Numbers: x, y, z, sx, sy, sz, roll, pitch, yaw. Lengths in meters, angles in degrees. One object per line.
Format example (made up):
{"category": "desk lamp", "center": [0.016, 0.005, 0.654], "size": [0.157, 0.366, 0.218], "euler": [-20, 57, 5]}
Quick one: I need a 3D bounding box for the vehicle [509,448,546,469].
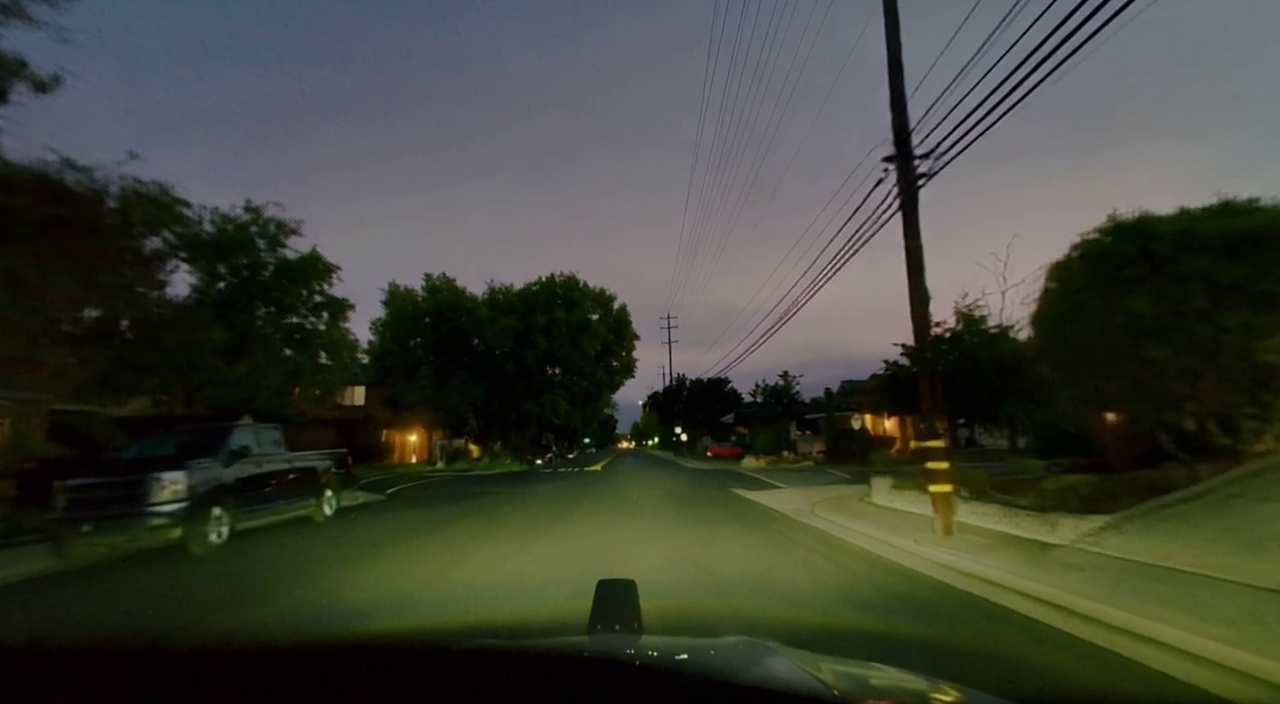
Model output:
{"category": "vehicle", "center": [-8.689, 8.239, 49.114], "size": [2.095, 1.491, 4.422], "euler": [0, -8, -1]}

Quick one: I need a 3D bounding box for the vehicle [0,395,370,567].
{"category": "vehicle", "center": [-7.410, 2.183, 11.360], "size": [2.739, 2.164, 6.065], "euler": [-1, -9, -4]}
